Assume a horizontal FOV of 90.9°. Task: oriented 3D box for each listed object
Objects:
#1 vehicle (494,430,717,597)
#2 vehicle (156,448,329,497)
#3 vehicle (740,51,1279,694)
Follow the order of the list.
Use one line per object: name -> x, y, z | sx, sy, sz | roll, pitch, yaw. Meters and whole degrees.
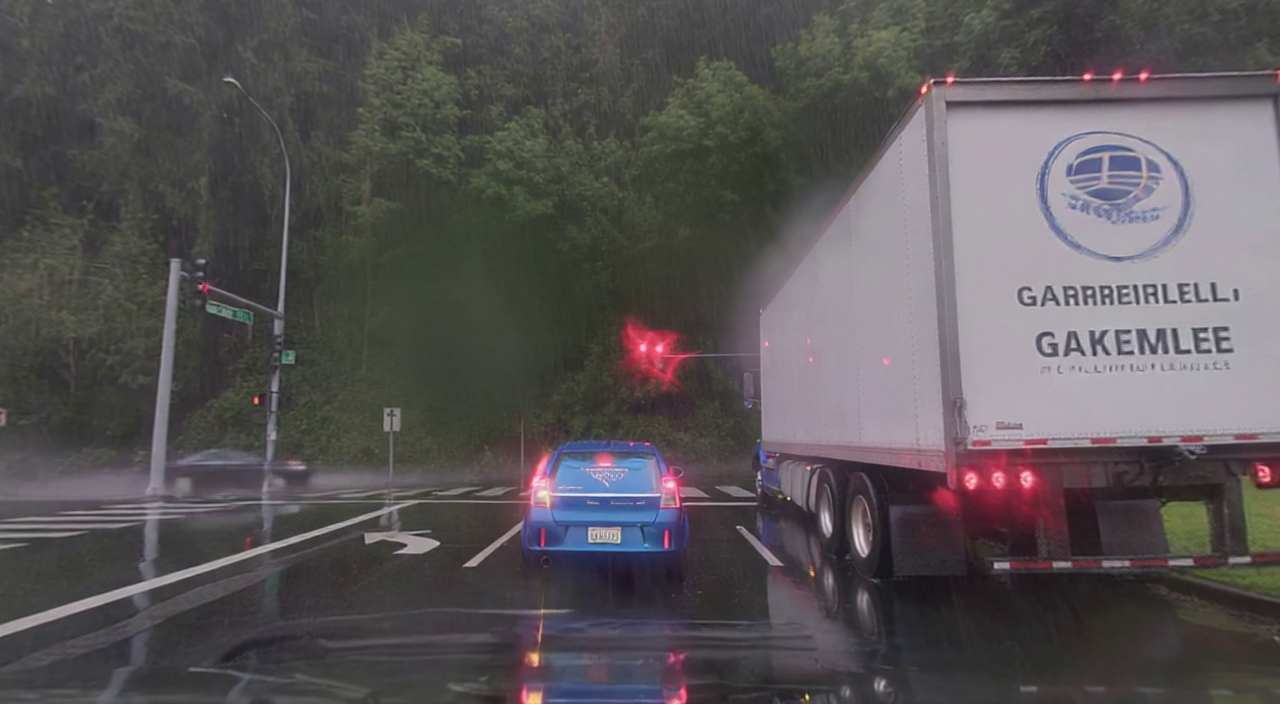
vehicle -> -0.343, 1.710, 7.431 | 1.975, 1.457, 3.526 | 0, -9, -1
vehicle -> -14.195, 4.318, 22.807 | 4.839, 1.659, 1.877 | 1, -9, -8
vehicle -> 3.496, 0.725, 8.488 | 2.884, 3.753, 9.763 | 0, -9, 1
